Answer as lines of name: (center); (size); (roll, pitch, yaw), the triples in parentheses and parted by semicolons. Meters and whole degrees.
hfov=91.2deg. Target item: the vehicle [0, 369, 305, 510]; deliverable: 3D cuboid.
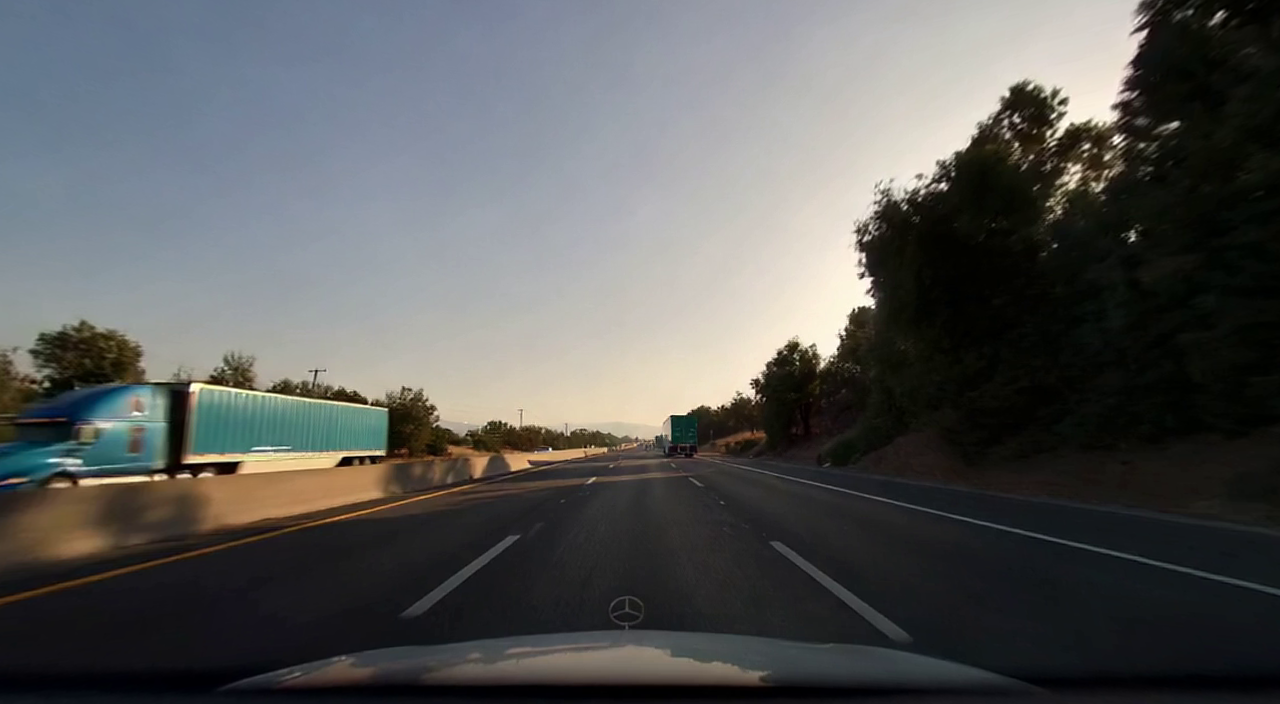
vehicle: (-16.805, 3.271, 23.281); (3.059, 4.067, 10.156); (0, -9, 0)

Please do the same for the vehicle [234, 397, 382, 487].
vehicle: (-16.776, 4.715, 32.732); (2.876, 4.046, 8.509); (0, -9, 1)
